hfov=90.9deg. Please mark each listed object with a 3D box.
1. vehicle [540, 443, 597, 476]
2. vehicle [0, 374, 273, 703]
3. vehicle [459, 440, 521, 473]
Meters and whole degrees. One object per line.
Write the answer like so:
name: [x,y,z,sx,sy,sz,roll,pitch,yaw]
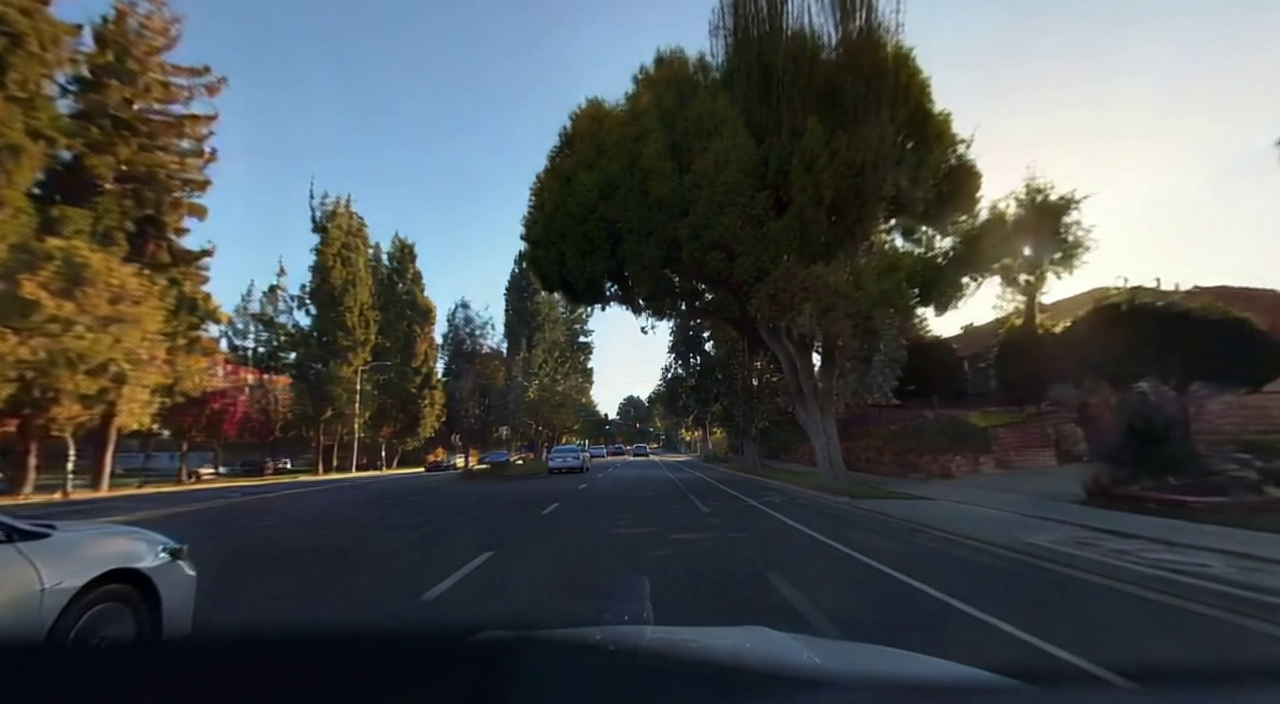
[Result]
vehicle: [-3.406,5.245,31.109,2.188,1.473,4.651,0,-8,1]
vehicle: [-3.819,0.784,2.038,2.190,1.545,4.943,0,-8,1]
vehicle: [-7.716,5.407,32.837,2.110,1.529,4.743,0,-8,-1]
